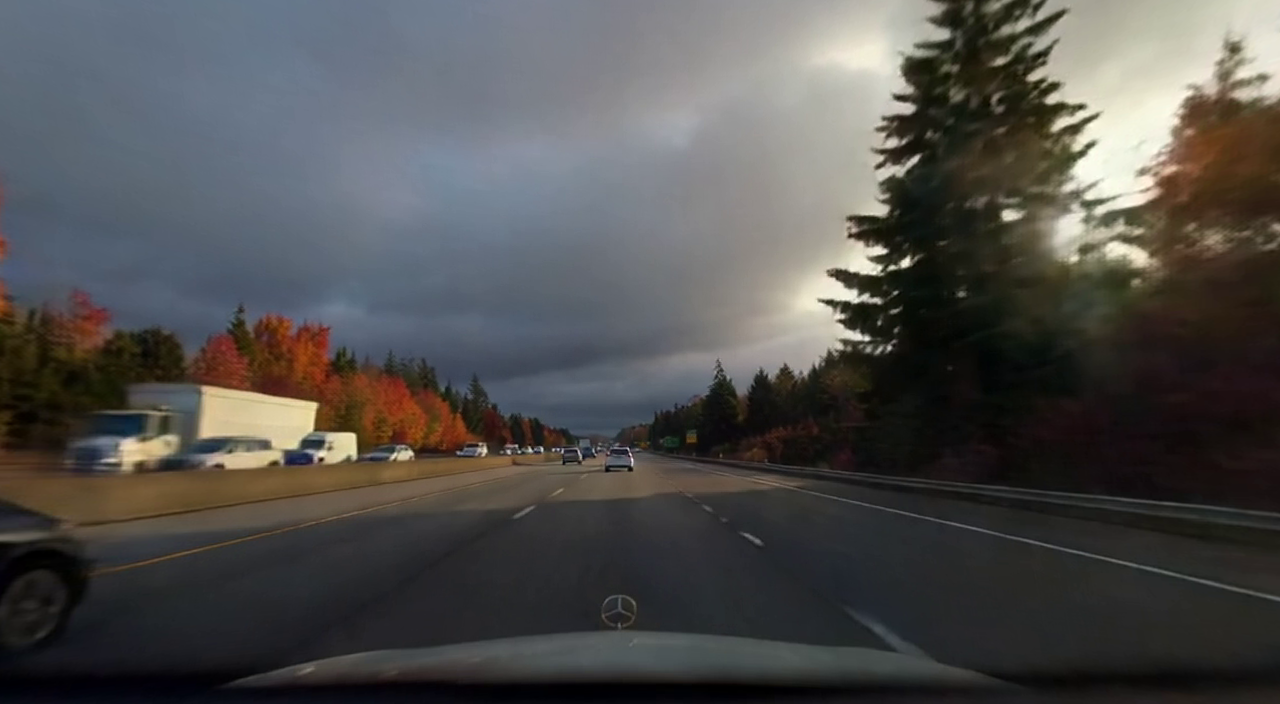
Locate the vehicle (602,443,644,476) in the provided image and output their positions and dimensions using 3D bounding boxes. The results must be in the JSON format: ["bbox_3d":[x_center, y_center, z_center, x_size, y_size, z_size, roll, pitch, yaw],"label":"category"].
[{"bbox_3d":[-0.930,5.855,34.198,2.115,1.661,4.049,0,-9,-2],"label":"vehicle"}]

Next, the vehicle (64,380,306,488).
[{"bbox_3d":[-18.357,3.589,26.663,2.988,3.698,10.089,0,-9,-2],"label":"vehicle"}]

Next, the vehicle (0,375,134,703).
[{"bbox_3d":[-4.278,0.730,1.639,1.974,1.688,4.727,0,-9,-1],"label":"vehicle"}]

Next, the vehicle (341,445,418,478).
[{"bbox_3d":[-13.095,5.509,31.882,1.946,1.512,4.747,0,-9,-1],"label":"vehicle"}]

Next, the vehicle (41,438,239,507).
[{"bbox_3d":[-12.597,3.042,16.202,1.881,1.507,3.991,0,-9,-1],"label":"vehicle"}]
